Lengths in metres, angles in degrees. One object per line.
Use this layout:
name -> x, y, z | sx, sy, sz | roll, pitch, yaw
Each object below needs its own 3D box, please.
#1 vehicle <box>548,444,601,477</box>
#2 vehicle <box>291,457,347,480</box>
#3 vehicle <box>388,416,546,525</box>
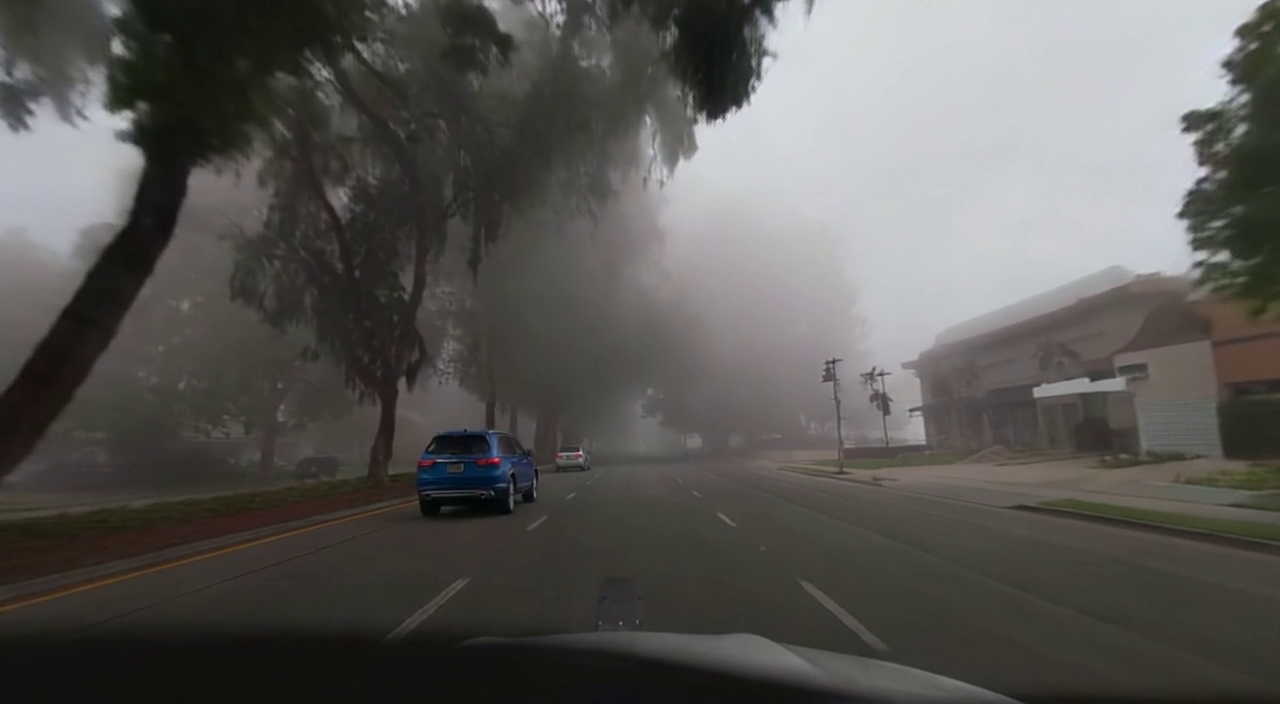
vehicle -> -3.045, 5.179, 30.466 | 2.069, 1.470, 4.601 | 0, -9, 0
vehicle -> -22.917, 8.305, 45.272 | 1.906, 1.494, 3.966 | 0, -9, 0
vehicle -> -3.267, 2.345, 12.986 | 2.042, 1.817, 4.364 | 0, -9, -1
